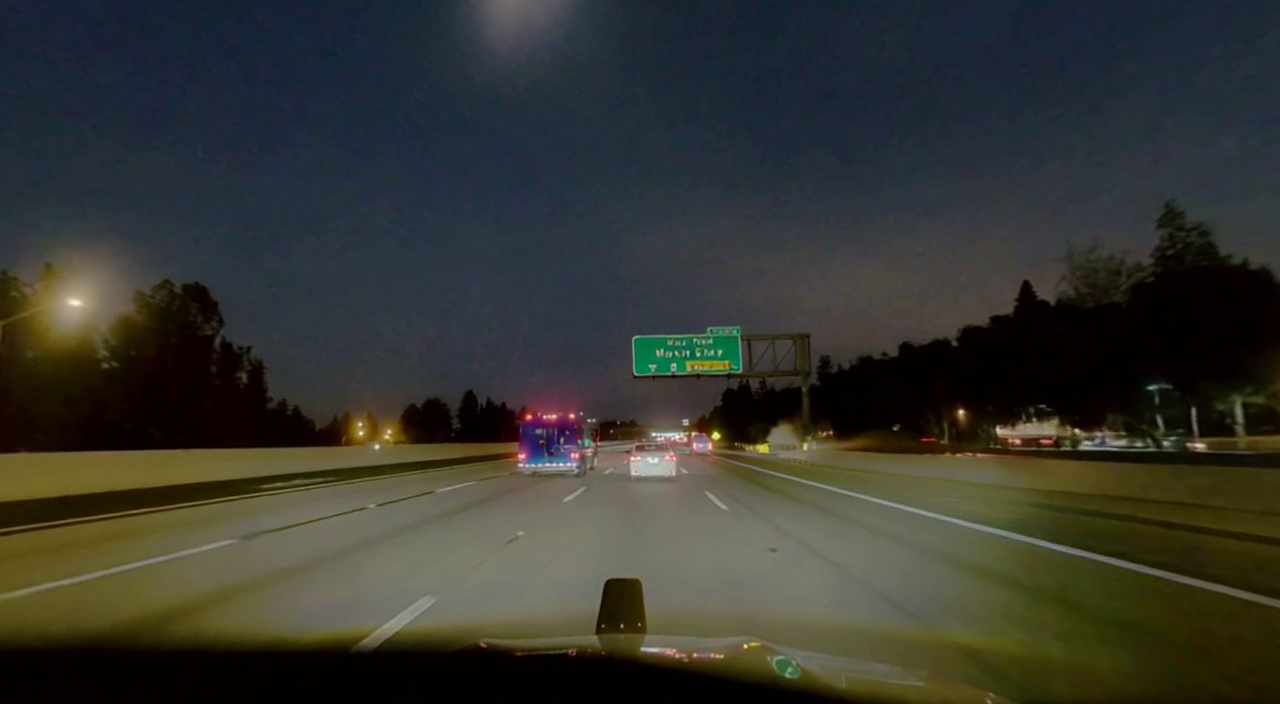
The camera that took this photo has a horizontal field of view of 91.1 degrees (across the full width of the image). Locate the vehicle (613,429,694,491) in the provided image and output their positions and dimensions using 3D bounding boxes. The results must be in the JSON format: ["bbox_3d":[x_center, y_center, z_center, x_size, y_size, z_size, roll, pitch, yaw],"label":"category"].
[{"bbox_3d":[0.381,3.230,19.186,2.165,1.653,4.456,0,-8,0],"label":"vehicle"}]

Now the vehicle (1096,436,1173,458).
[{"bbox_3d":[38.194,7.335,48.619,1.919,1.563,4.399,2,-8,-11],"label":"vehicle"}]

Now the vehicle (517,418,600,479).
[{"bbox_3d":[-3.094,3.860,25.268,2.526,2.146,5.594,0,-8,0],"label":"vehicle"}]
